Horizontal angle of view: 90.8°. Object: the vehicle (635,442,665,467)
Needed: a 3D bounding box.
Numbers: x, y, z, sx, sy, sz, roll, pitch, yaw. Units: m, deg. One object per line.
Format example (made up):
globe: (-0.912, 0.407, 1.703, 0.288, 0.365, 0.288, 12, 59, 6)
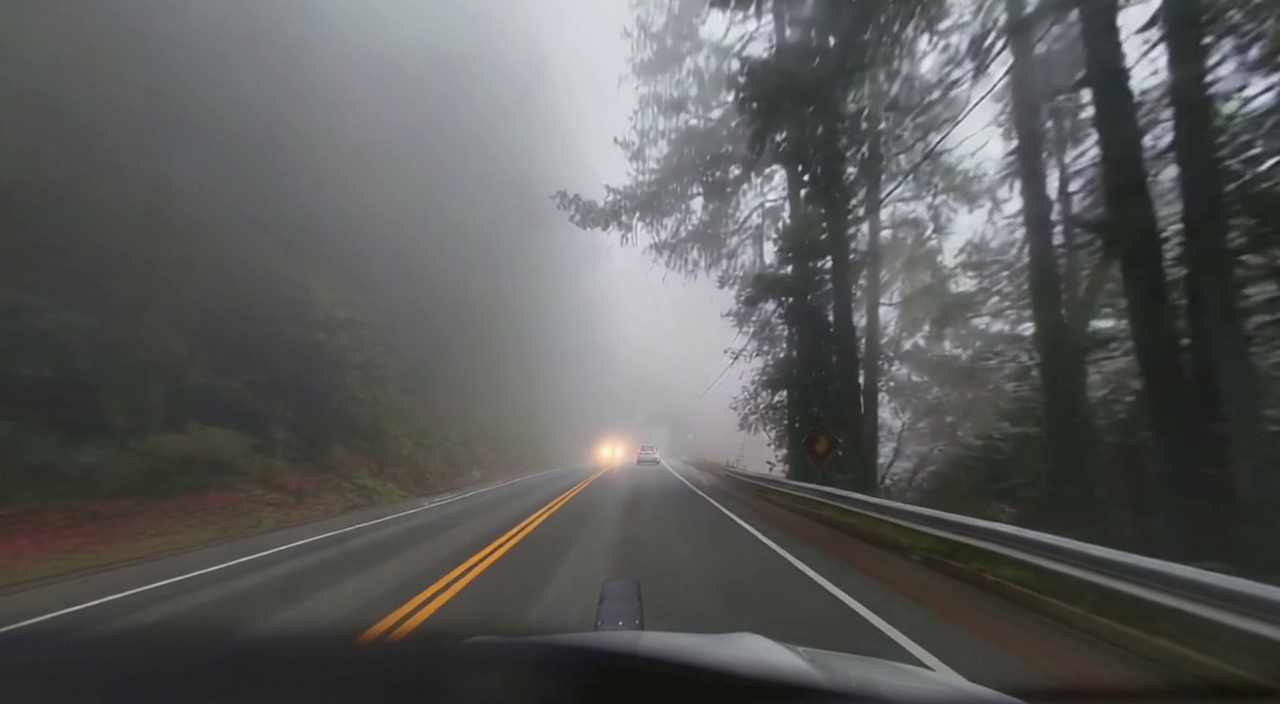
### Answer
vehicle: (0.688, 7.532, 46.566, 2.083, 1.767, 4.448, -1, -9, 0)
